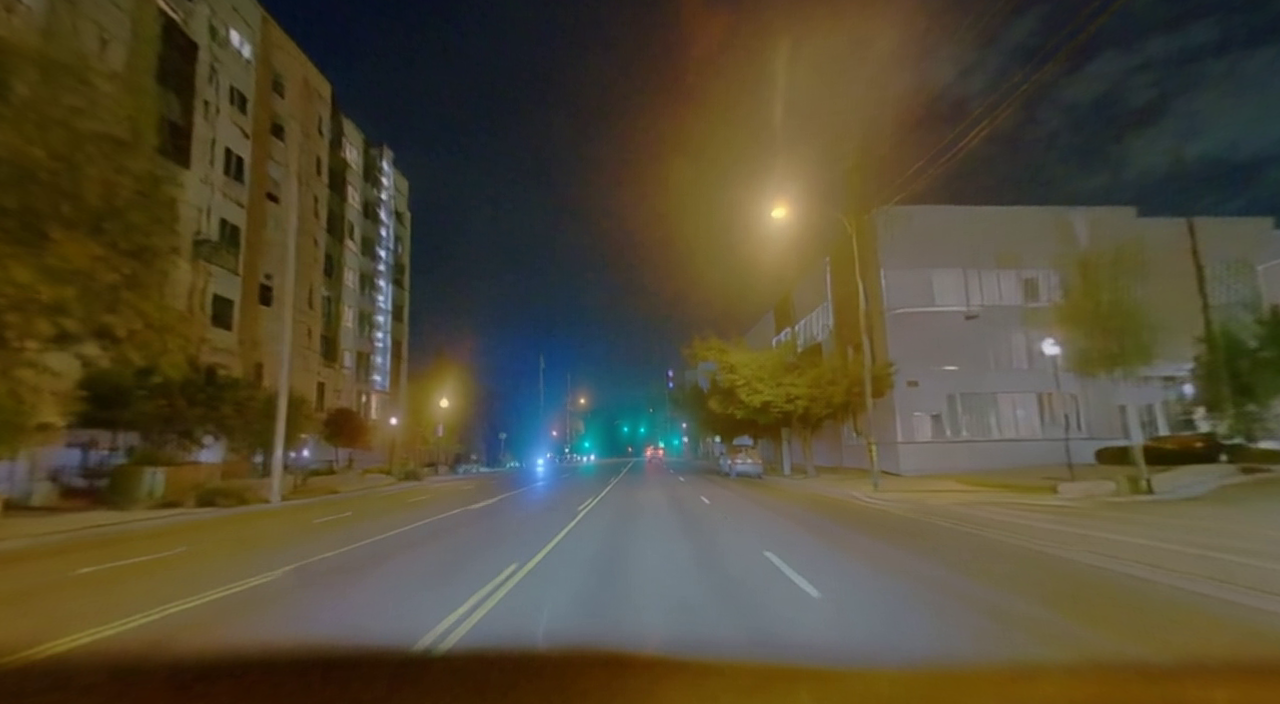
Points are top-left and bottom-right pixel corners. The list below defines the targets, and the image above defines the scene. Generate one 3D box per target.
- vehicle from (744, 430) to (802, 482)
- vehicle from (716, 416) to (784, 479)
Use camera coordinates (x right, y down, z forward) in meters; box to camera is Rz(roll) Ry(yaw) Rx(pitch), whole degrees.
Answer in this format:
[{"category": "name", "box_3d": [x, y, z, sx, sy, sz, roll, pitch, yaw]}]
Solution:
[{"category": "vehicle", "box_3d": [6.631, 5.218, 31.647, 2.021, 2.433, 3.088, 0, -8, -4]}, {"category": "vehicle", "box_3d": [6.193, 5.522, 36.392, 2.750, 3.269, 6.333, 0, -9, 0]}]
